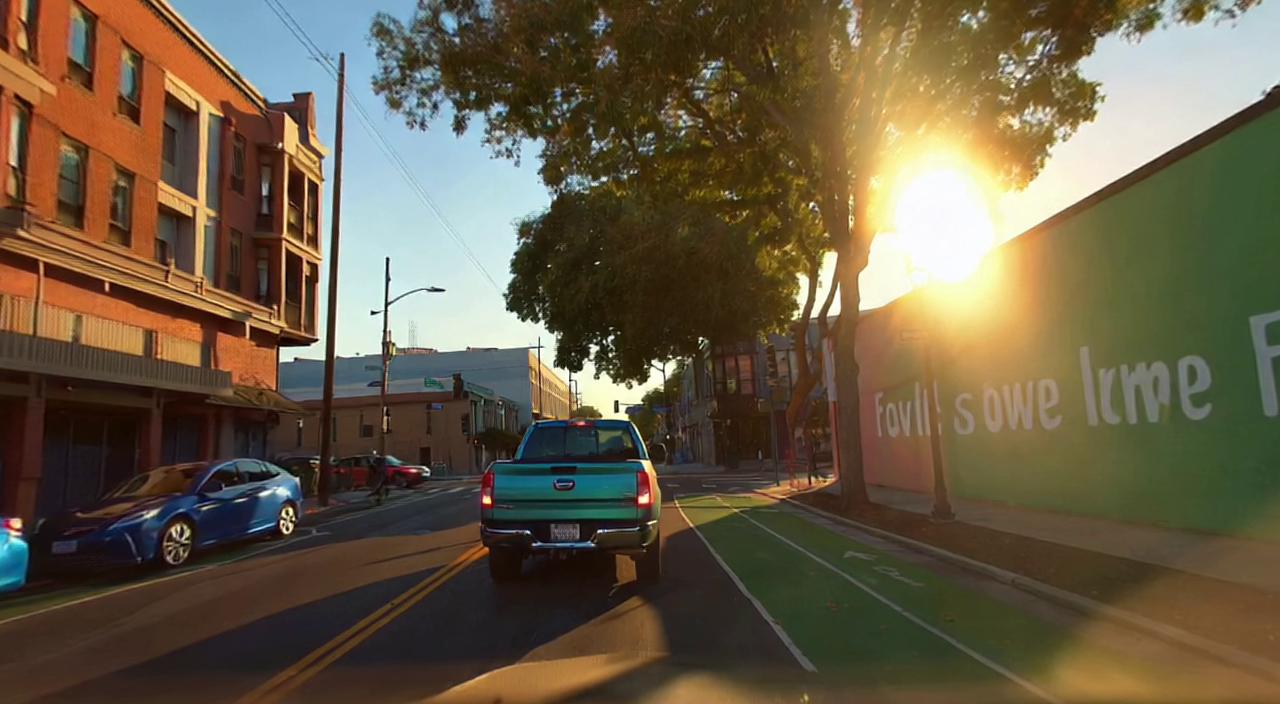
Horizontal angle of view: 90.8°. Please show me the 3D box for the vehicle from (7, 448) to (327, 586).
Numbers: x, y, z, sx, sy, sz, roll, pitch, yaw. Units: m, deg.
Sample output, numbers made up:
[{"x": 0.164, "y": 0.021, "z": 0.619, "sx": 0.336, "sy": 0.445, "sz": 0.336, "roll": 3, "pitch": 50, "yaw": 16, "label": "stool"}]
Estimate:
[{"x": -7.165, "y": 2.453, "z": 10.376, "sx": 1.882, "sy": 1.686, "sz": 4.489, "roll": 0, "pitch": -8, "yaw": -2, "label": "vehicle"}]

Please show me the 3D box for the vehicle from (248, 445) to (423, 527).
[{"x": -7.383, "y": 3.237, "z": 16.063, "sx": 1.884, "sy": 1.730, "sz": 5.076, "roll": 0, "pitch": -8, "yaw": 0, "label": "vehicle"}]

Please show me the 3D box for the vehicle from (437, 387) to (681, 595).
[{"x": -0.709, "y": 1.603, "z": 8.143, "sx": 2.215, "sy": 1.882, "sz": 4.611, "roll": 0, "pitch": -8, "yaw": 1, "label": "vehicle"}]
